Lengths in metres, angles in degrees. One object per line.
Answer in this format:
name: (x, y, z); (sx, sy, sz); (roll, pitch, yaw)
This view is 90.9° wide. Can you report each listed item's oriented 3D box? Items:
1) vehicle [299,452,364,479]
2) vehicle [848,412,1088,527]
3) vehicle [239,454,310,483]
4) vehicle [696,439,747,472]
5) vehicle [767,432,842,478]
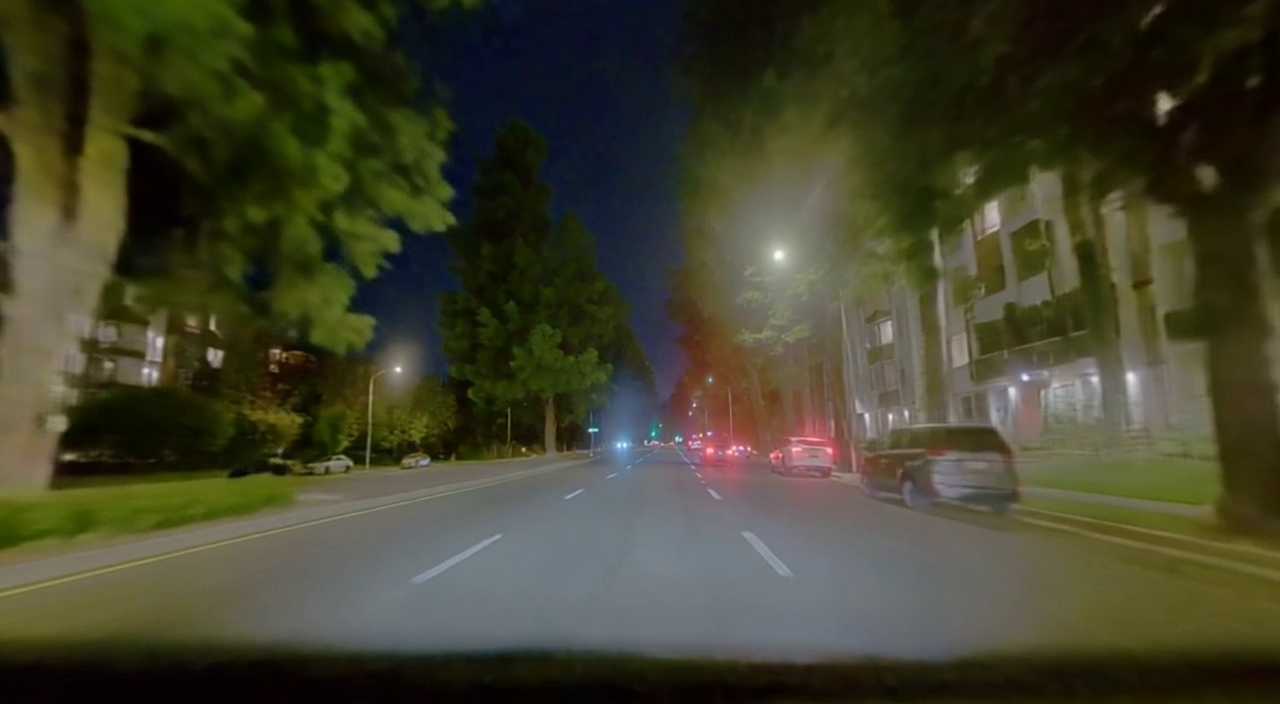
vehicle: (-21.157, 7.784, 43.454); (1.882, 1.479, 4.822); (-6, -8, 2)
vehicle: (6.649, 2.468, 13.887); (2.213, 1.949, 5.907); (0, -8, 1)
vehicle: (-21.780, 6.912, 37.689); (1.780, 1.573, 3.881); (-1, -8, 2)
vehicle: (4.020, 5.204, 31.933); (2.128, 1.502, 4.572); (0, -8, 2)
vehicle: (7.202, 4.579, 28.216); (2.092, 1.849, 5.068); (0, -8, 2)
